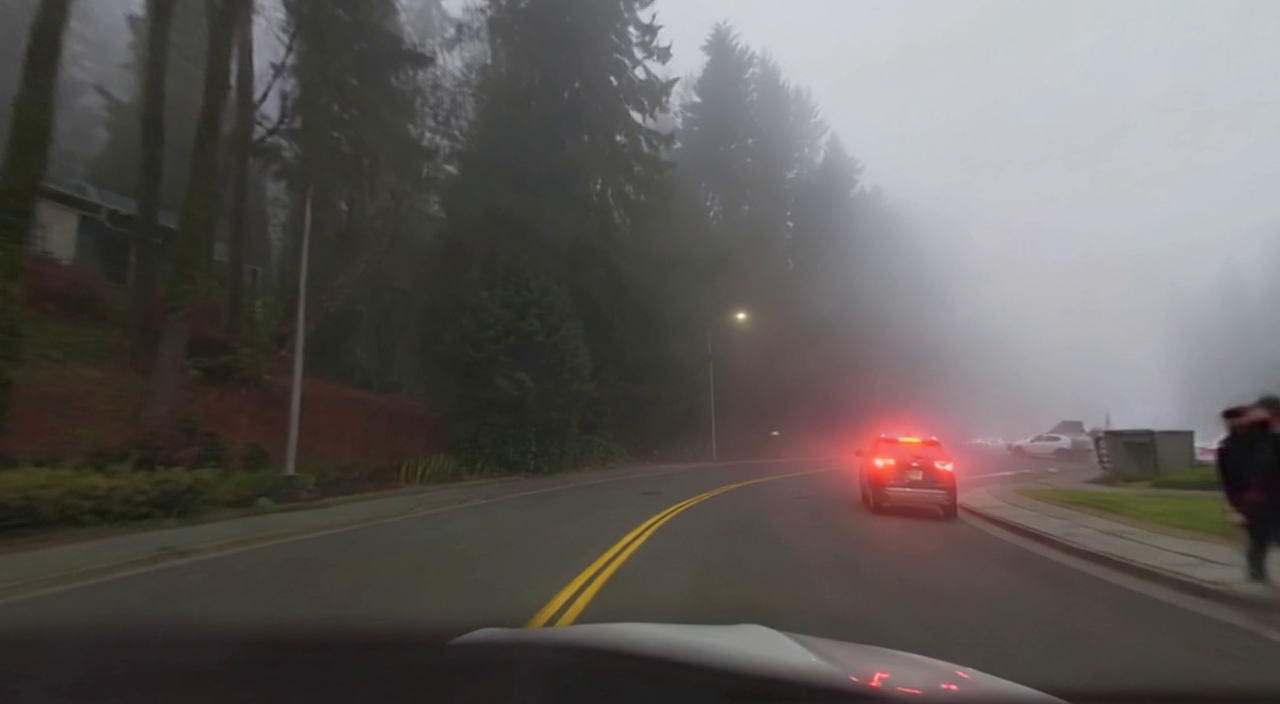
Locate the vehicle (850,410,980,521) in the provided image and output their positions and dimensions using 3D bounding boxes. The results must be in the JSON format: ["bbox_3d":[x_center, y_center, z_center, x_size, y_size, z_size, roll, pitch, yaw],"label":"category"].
[{"bbox_3d":[6.225,2.583,14.707,2.043,2.250,3.024,-1,-9,11],"label":"vehicle"}]
